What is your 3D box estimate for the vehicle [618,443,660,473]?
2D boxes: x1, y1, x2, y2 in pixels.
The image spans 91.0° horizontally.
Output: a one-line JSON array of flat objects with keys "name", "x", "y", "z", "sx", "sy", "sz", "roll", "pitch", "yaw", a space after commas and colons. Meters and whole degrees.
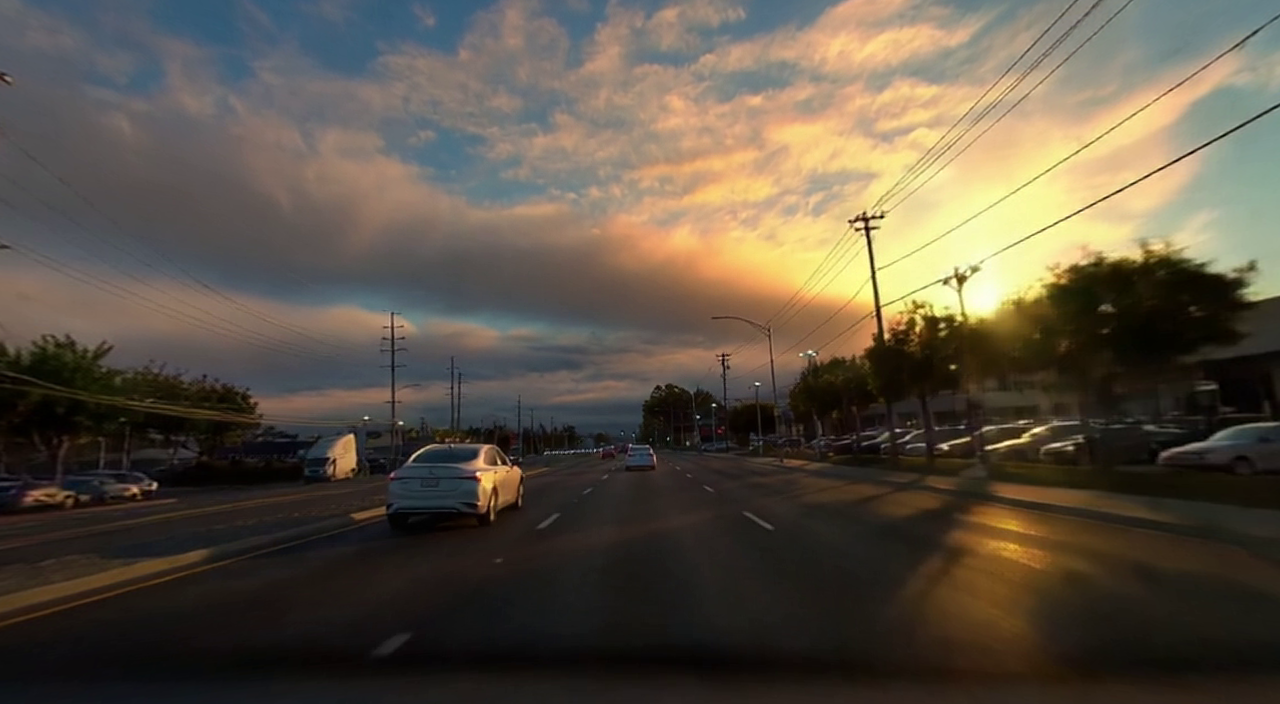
[{"name": "vehicle", "x": -0.072, "y": 5.532, "z": 33.057, "sx": 2.019, "sy": 1.459, "sz": 4.005, "roll": 0, "pitch": -9, "yaw": -1}]

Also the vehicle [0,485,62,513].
[{"name": "vehicle", "x": -37.119, "y": 8.691, "z": 37.256, "sx": 4.103, "sy": 1.444, "sz": 1.795, "roll": 0, "pitch": -9, "yaw": 2}]

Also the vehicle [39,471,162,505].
[{"name": "vehicle", "x": -31.963, "y": 8.059, "z": 37.426, "sx": 5.325, "sy": 1.814, "sz": 2.128, "roll": 0, "pitch": -9, "yaw": 1}]

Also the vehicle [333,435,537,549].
[{"name": "vehicle", "x": -3.091, "y": 2.202, "z": 10.603, "sx": 1.939, "sy": 1.496, "sz": 4.309, "roll": 0, "pitch": -9, "yaw": 1}]

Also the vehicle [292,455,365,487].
[{"name": "vehicle", "x": -22.979, "y": 8.744, "z": 46.777, "sx": 2.416, "sy": 2.082, "sz": 6.190, "roll": 0, "pitch": -9, "yaw": -2}]

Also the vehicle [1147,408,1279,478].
[{"name": "vehicle", "x": 14.638, "y": 2.071, "z": 14.369, "sx": 4.363, "sy": 1.485, "sz": 1.964, "roll": 0, "pitch": -9, "yaw": 1}]
